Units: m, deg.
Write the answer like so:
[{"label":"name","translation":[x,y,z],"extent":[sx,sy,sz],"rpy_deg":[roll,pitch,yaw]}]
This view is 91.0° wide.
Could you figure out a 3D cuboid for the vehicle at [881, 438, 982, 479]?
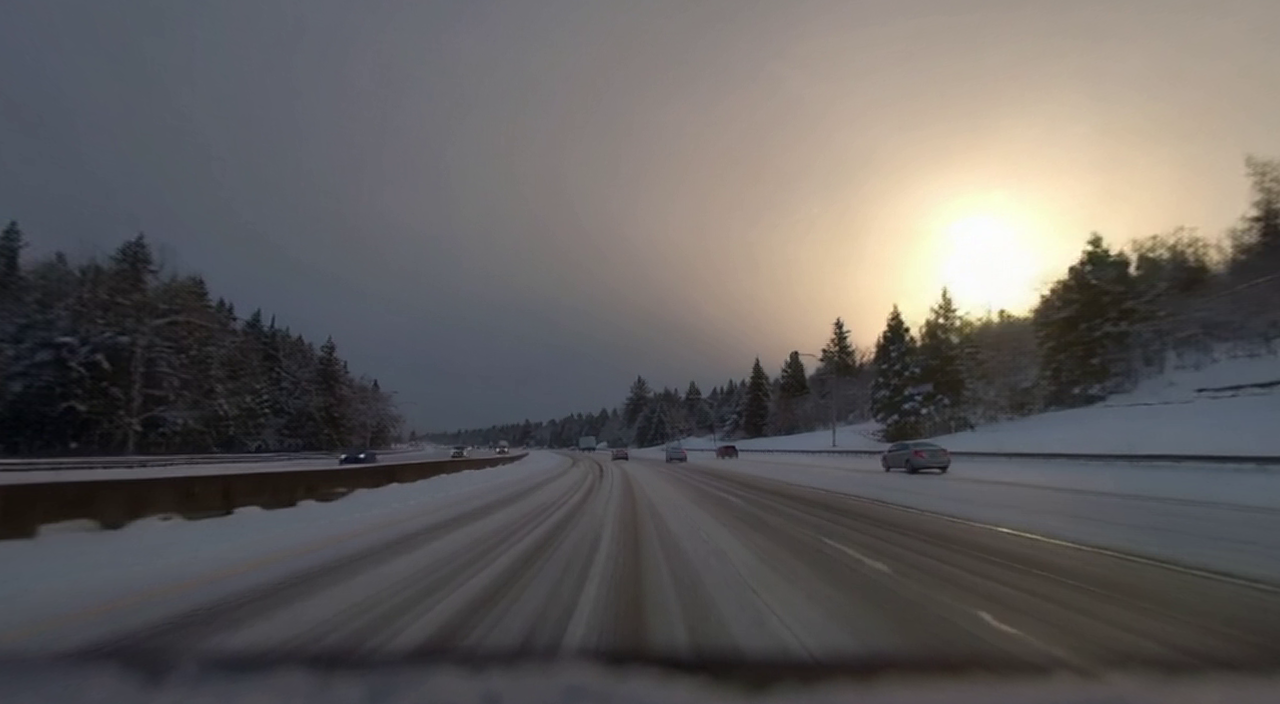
[{"label":"vehicle","translation":[13.744,5.059,30.181],"extent":[2.107,1.803,5.385],"rpy_deg":[0,-9,-2]}]
